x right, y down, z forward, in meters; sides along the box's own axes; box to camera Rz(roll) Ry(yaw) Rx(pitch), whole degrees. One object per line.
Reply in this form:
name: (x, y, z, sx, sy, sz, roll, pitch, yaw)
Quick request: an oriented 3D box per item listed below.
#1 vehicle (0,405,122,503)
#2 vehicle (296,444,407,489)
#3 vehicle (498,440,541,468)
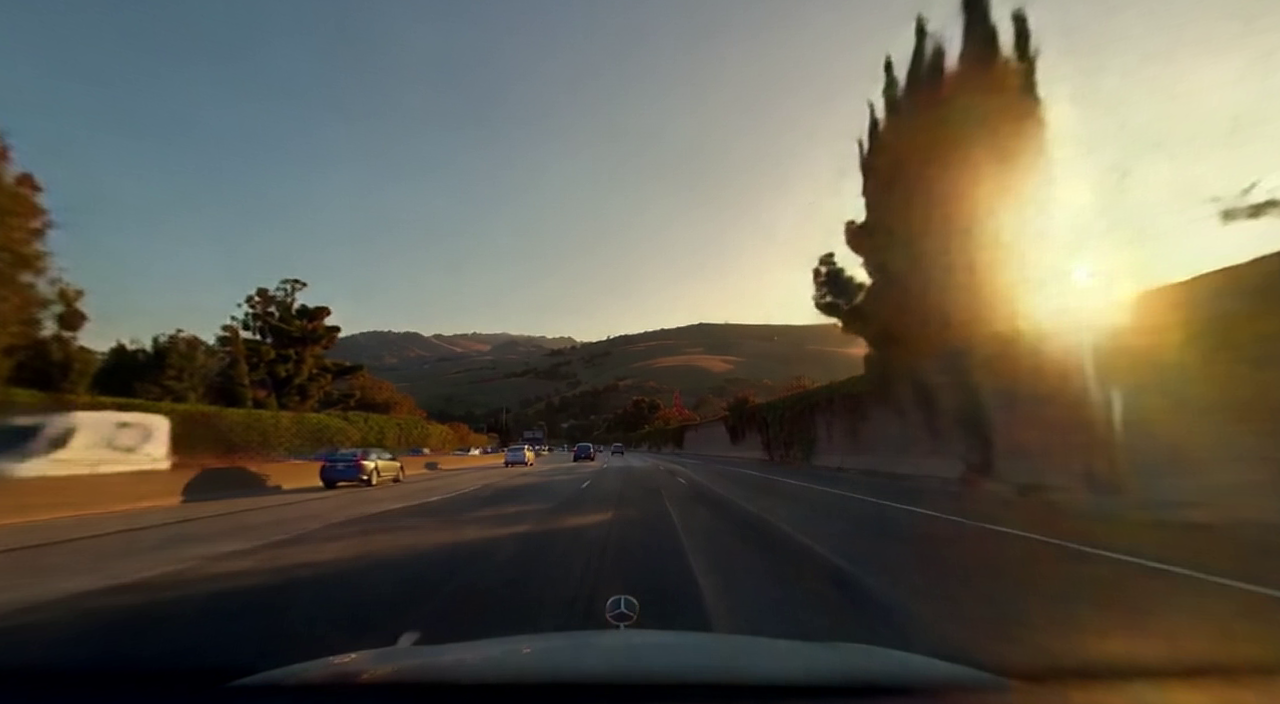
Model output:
vehicle: (-17.817, 2.780, 17.226, 2.308, 2.505, 5.849, 0, -9, 0)
vehicle: (-10.564, 4.206, 23.570, 1.949, 1.475, 4.740, 0, -9, -1)
vehicle: (-7.990, 6.829, 42.383, 2.074, 1.768, 4.805, 0, -9, -1)
